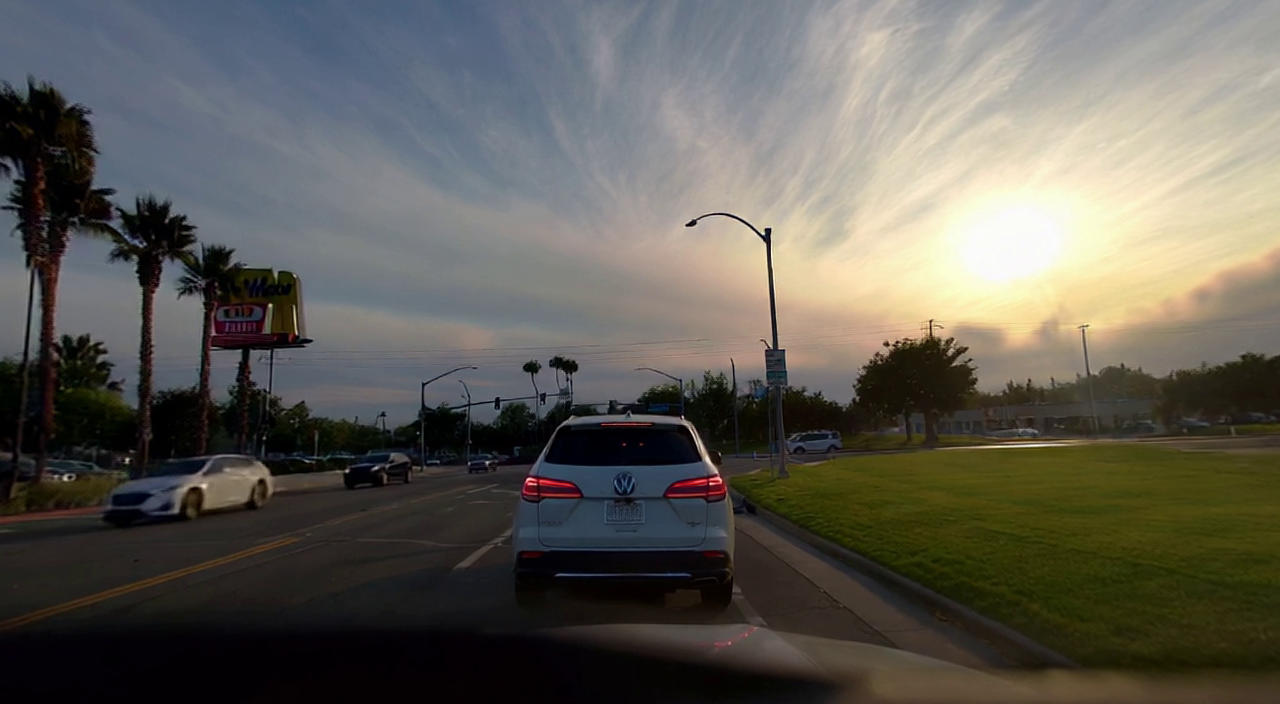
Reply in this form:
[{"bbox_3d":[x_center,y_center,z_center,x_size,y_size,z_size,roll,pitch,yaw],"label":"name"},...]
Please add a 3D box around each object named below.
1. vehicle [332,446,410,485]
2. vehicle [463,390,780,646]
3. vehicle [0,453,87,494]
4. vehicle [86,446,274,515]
[{"bbox_3d":[-13.915,5.867,33.070,2.029,1.820,4.915,0,-9,-2],"label":"vehicle"},{"bbox_3d":[-0.143,1.418,6.328,2.137,1.728,3.926,0,-9,-1],"label":"vehicle"},{"bbox_3d":[-28.117,5.416,28.217,4.584,1.714,2.186,4,-10,-27],"label":"vehicle"},{"bbox_3d":[-12.909,3.583,18.190,1.965,1.718,4.466,0,-9,1],"label":"vehicle"}]
